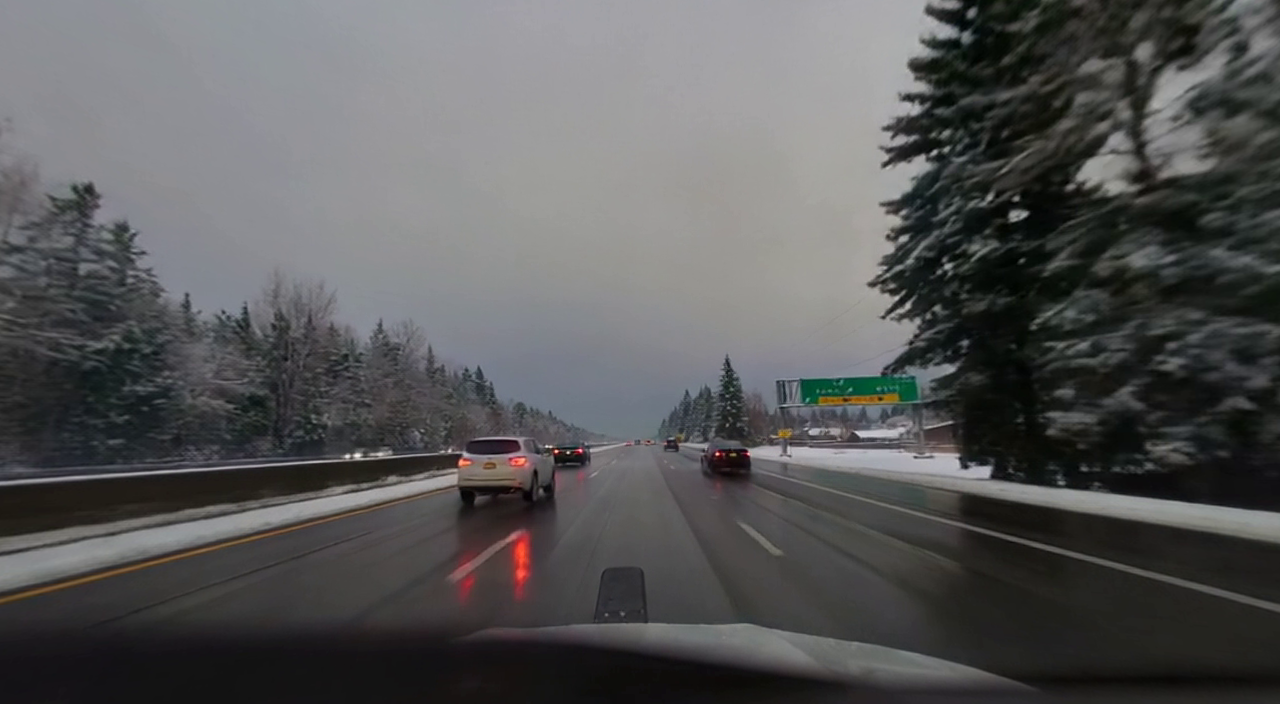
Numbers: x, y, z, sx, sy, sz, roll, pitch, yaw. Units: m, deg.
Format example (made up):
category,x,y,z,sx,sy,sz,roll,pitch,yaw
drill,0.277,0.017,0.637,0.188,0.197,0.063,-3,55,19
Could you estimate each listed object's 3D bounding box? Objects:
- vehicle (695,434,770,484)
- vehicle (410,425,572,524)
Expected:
category,x,y,z,sx,sy,sz,roll,pitch,yaw
vehicle,3.149,3.733,22.255,1.996,1.579,3.841,0,-8,-1
vehicle,-2.686,2.326,12.546,2.049,1.620,4.153,0,-8,2
